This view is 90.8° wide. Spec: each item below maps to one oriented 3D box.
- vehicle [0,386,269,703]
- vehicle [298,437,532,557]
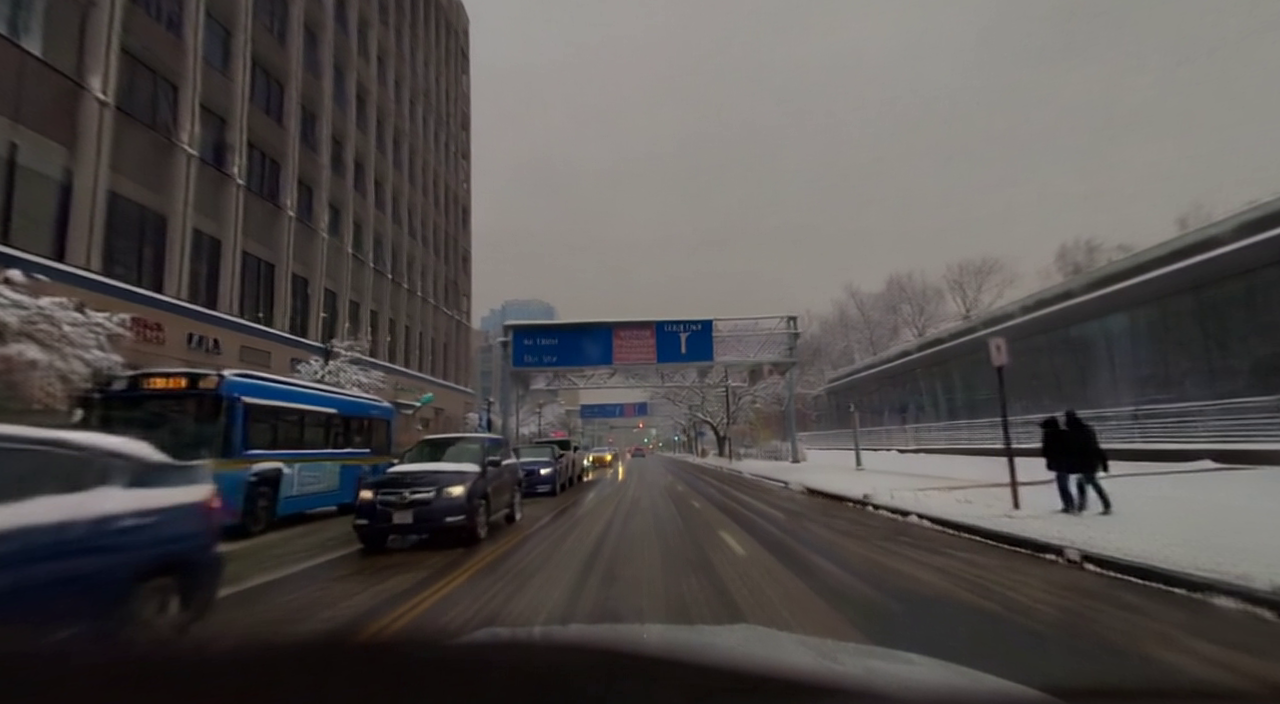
[{"bbox_3d":[-3.842,1.033,2.534,1.982,1.710,4.454,-4,-9,1],"label":"vehicle"},{"bbox_3d":[-3.522,2.366,11.169,2.266,1.621,4.783,-1,-8,2],"label":"vehicle"}]
